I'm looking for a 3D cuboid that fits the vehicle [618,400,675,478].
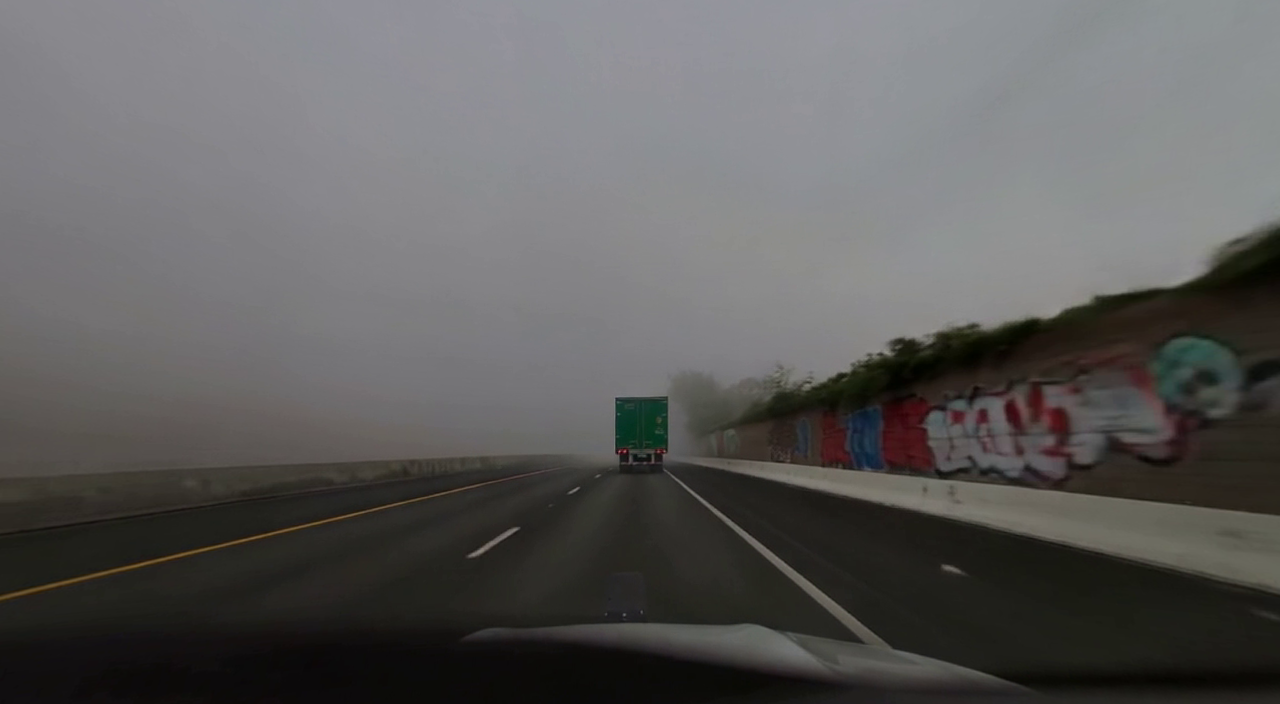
[{"bbox_3d":[0.222,5.215,37.195,2.900,3.955,10.151,0,-9,-1],"label":"vehicle"}]
